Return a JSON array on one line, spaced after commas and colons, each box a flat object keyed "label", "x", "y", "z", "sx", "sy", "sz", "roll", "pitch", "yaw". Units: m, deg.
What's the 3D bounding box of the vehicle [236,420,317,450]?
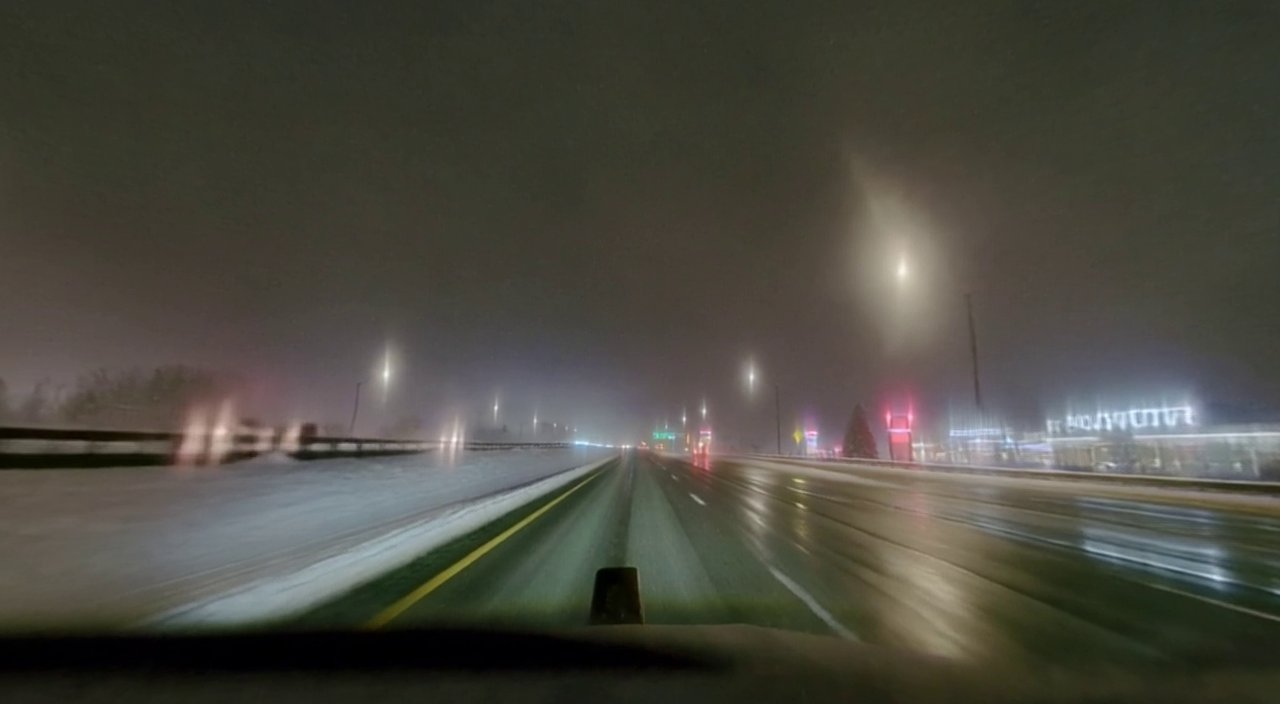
[{"label": "vehicle", "x": -21.563, "y": 5.001, "z": 37.753, "sx": 1.928, "sy": 1.628, "sz": 4.890, "roll": 0, "pitch": -9, "yaw": 0}]

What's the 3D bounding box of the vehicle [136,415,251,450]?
[{"label": "vehicle", "x": -25.379, "y": 4.708, "z": 36.227, "sx": 2.251, "sy": 1.820, "sz": 5.899, "roll": 0, "pitch": -9, "yaw": 0}]
